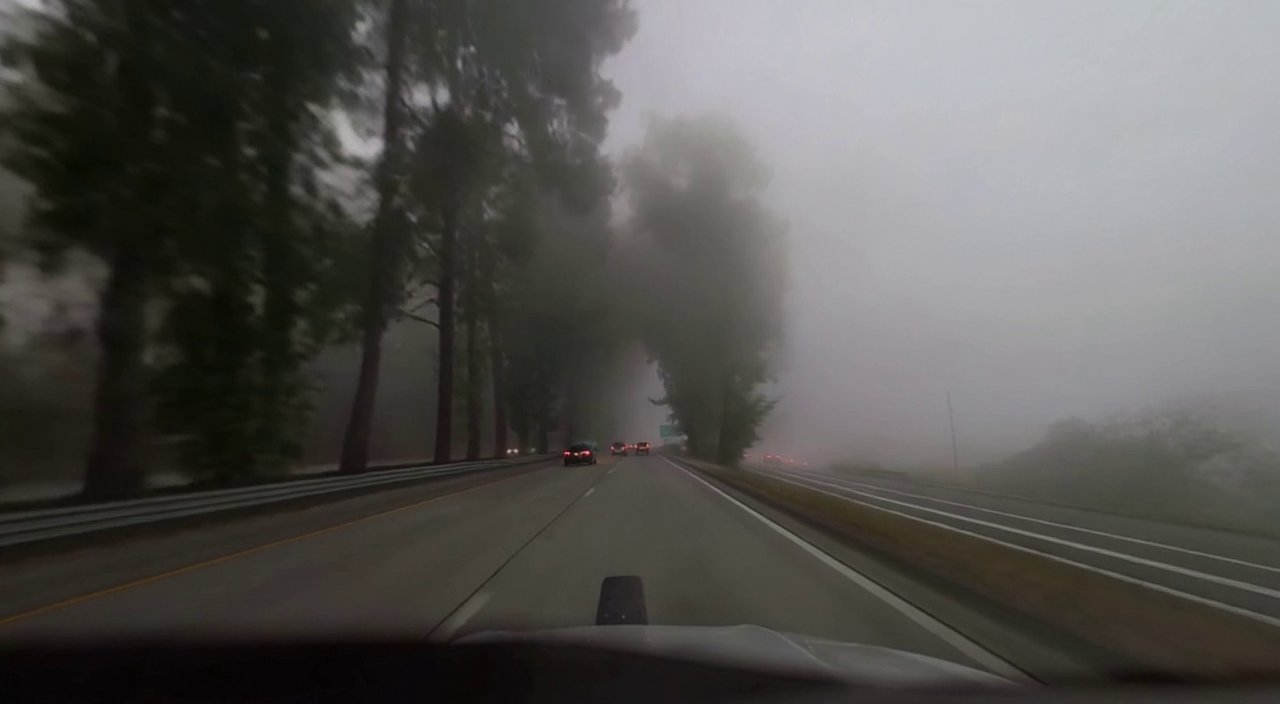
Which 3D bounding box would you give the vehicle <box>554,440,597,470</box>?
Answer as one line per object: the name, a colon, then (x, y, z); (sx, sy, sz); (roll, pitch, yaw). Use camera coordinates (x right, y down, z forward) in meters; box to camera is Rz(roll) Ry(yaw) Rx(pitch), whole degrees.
vehicle: (-3.580, 5.810, 35.738); (2.025, 1.571, 3.662); (0, -9, 0)
